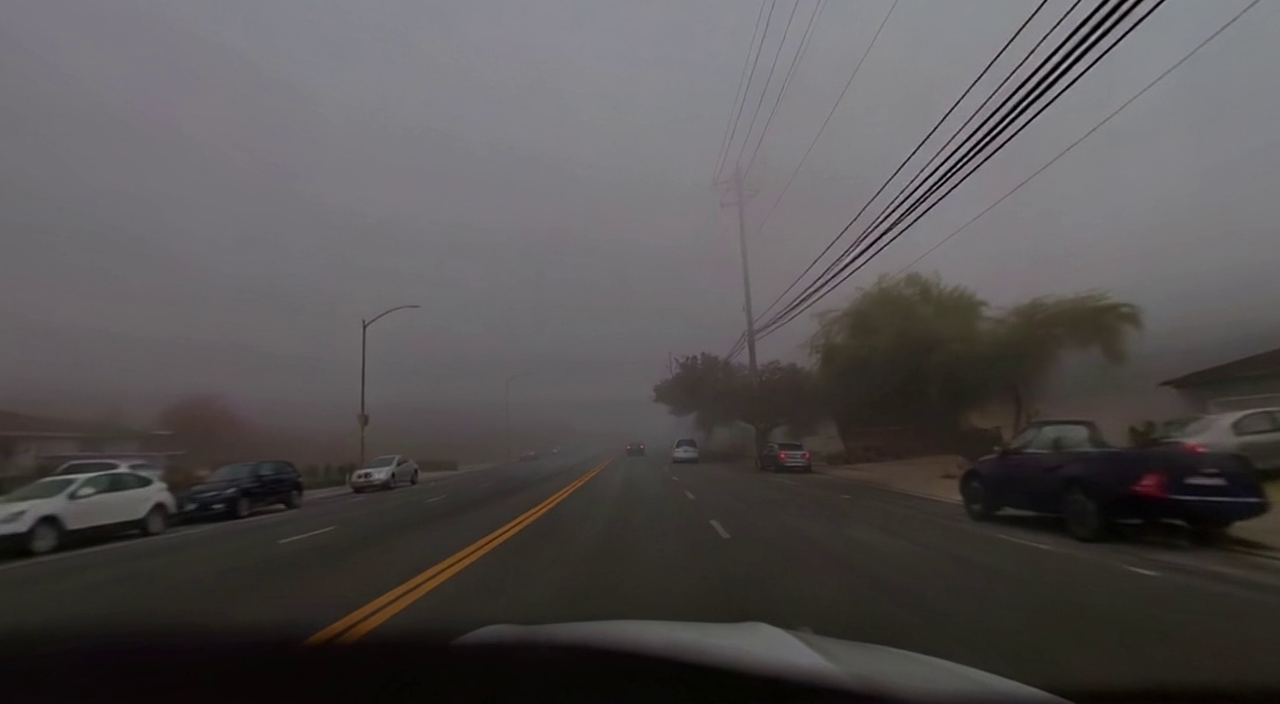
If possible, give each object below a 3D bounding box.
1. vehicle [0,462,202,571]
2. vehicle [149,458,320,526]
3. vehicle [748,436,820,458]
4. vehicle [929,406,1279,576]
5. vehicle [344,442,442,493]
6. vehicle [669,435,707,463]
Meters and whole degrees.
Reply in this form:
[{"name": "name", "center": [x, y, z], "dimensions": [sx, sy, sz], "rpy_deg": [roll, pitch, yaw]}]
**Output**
[{"name": "vehicle", "center": [-10.598, 2.843, 11.585], "dimensions": [2.098, 1.503, 4.113], "rpy_deg": [0, -8, 0]}, {"name": "vehicle", "center": [-10.668, 3.659, 17.054], "dimensions": [1.800, 1.472, 4.359], "rpy_deg": [0, -8, -1]}, {"name": "vehicle", "center": [11.149, 7.364, 48.690], "dimensions": [4.996, 1.471, 2.033], "rpy_deg": [-6, -10, 26]}, {"name": "vehicle", "center": [6.211, 1.746, 8.800], "dimensions": [2.079, 1.697, 4.753], "rpy_deg": [0, -8, 0]}, {"name": "vehicle", "center": [-10.516, 4.917, 27.295], "dimensions": [2.258, 1.846, 4.843], "rpy_deg": [-3, -8, 1]}, {"name": "vehicle", "center": [3.091, 6.376, 41.567], "dimensions": [2.070, 1.765, 4.731], "rpy_deg": [0, -8, 0]}]
